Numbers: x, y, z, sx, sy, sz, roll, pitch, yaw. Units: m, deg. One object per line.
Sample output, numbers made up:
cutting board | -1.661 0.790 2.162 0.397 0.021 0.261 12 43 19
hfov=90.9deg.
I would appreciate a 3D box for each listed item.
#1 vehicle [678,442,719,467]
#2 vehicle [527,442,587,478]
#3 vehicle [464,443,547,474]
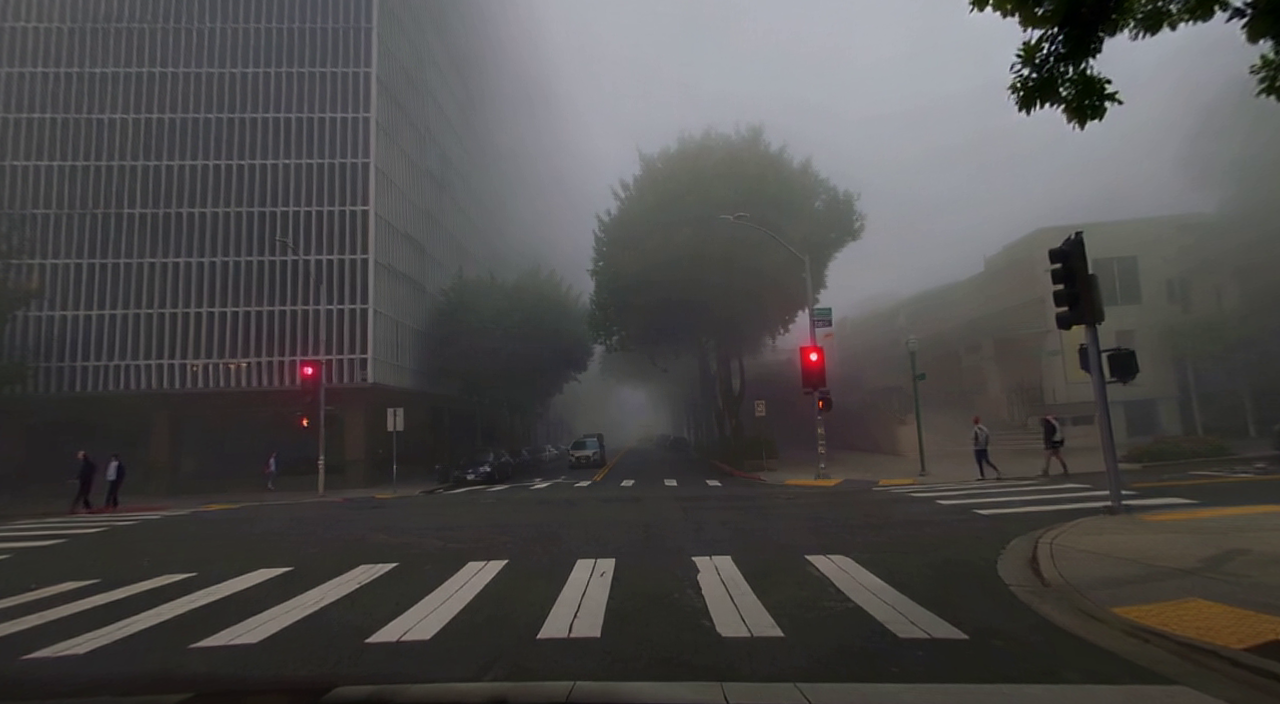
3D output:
vehicle | 3.543 6.279 38.855 1.853 1.426 4.160 1 -8 -3
vehicle | -3.662 4.819 28.494 1.989 1.481 4.500 0 -8 1
vehicle | -8.029 6.375 38.005 4.526 1.726 1.963 8 -12 -44
